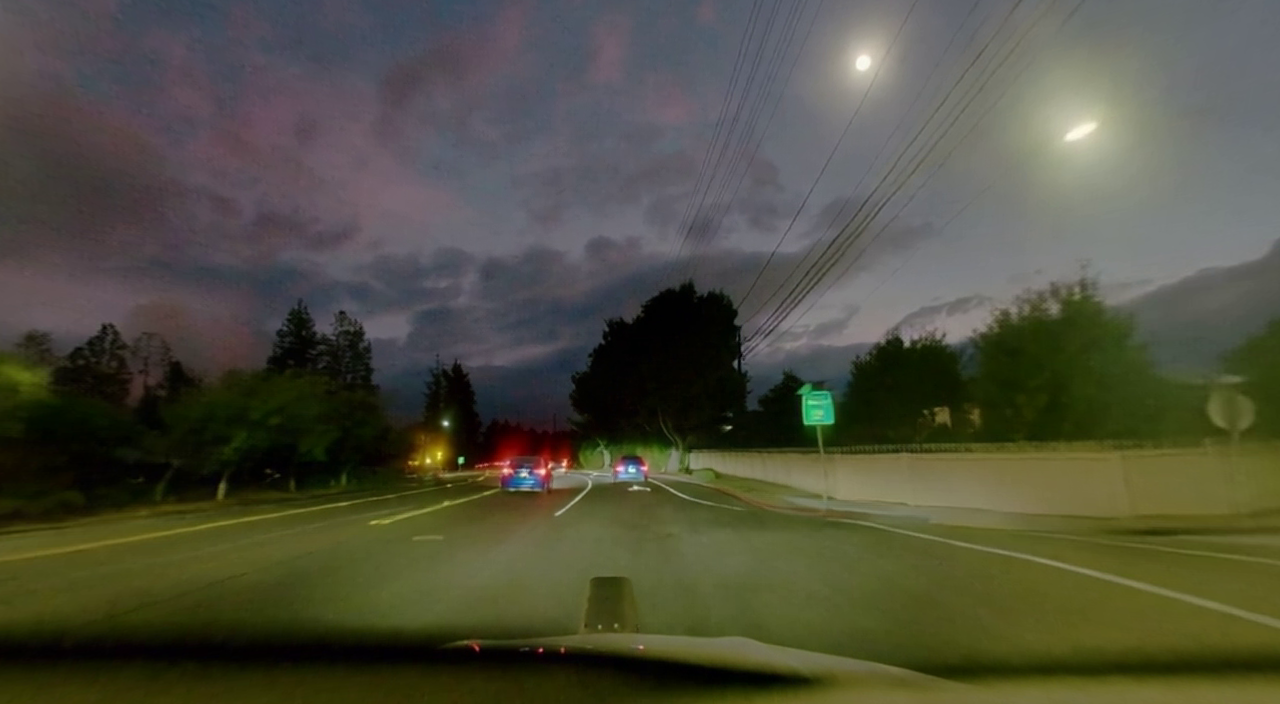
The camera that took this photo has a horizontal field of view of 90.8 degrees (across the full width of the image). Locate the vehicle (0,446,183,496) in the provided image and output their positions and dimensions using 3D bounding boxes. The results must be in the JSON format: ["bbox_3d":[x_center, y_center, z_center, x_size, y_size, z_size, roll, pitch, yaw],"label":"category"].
[{"bbox_3d":[-23.062,4.990,26.701,5.681,1.954,2.200,0,-9,-1],"label":"vehicle"}]

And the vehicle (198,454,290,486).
[{"bbox_3d":[-22.115,6.571,35.410,3.836,1.693,1.849,1,-9,-7],"label":"vehicle"}]

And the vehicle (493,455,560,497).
[{"bbox_3d":[-4.249,4.703,24.263,1.913,1.425,4.235,0,-9,-2],"label":"vehicle"}]

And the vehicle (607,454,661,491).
[{"bbox_3d":[-0.343,5.433,28.779,2.168,1.504,4.284,1,-9,-4],"label":"vehicle"}]
